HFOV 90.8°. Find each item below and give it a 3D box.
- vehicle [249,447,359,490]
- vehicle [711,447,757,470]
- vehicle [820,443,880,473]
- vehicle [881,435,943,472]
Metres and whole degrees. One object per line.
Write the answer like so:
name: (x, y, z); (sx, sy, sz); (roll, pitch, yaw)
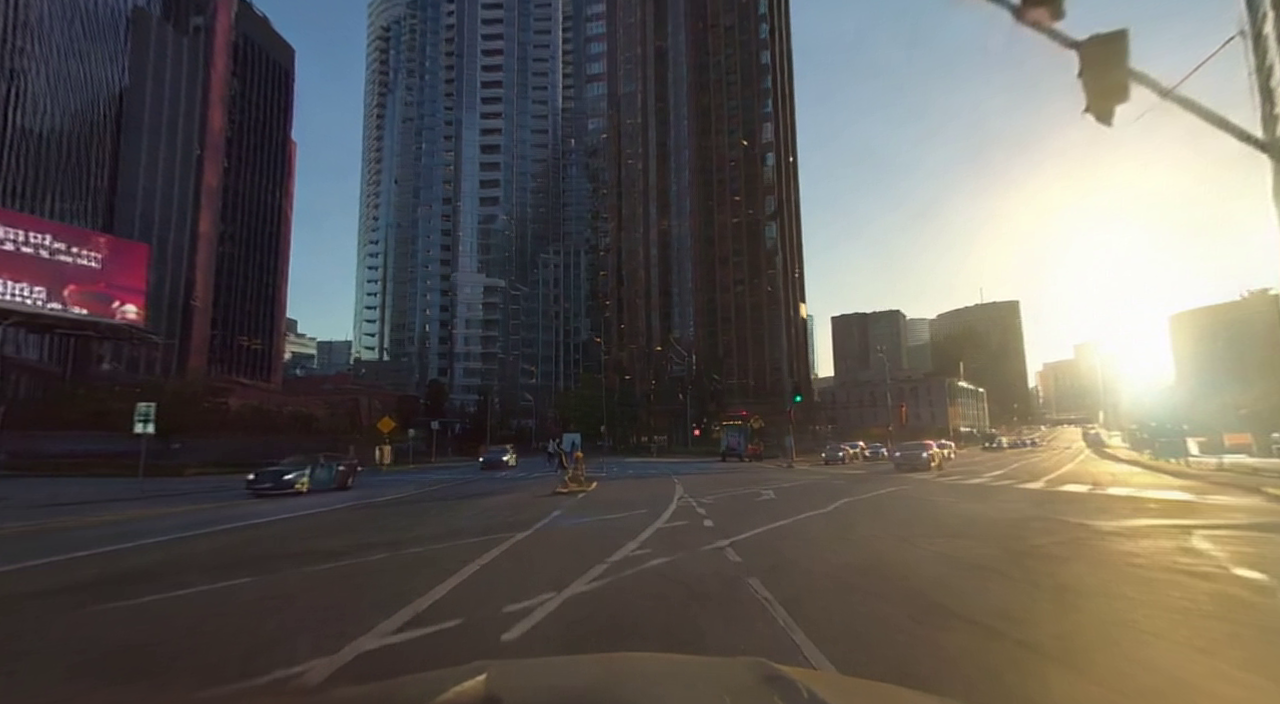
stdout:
vehicle: (-14.546, 5.035, 27.732); (2.161, 1.681, 4.743); (0, -9, 1)
vehicle: (6.673, 7.623, 45.564); (2.675, 1.452, 4.213); (-1, -8, 0)
vehicle: (11.881, 5.899, 35.536); (2.023, 1.527, 5.016); (-5, -10, 31)
vehicle: (15.024, 5.538, 34.712); (2.232, 1.814, 5.285); (-5, -10, 31)
